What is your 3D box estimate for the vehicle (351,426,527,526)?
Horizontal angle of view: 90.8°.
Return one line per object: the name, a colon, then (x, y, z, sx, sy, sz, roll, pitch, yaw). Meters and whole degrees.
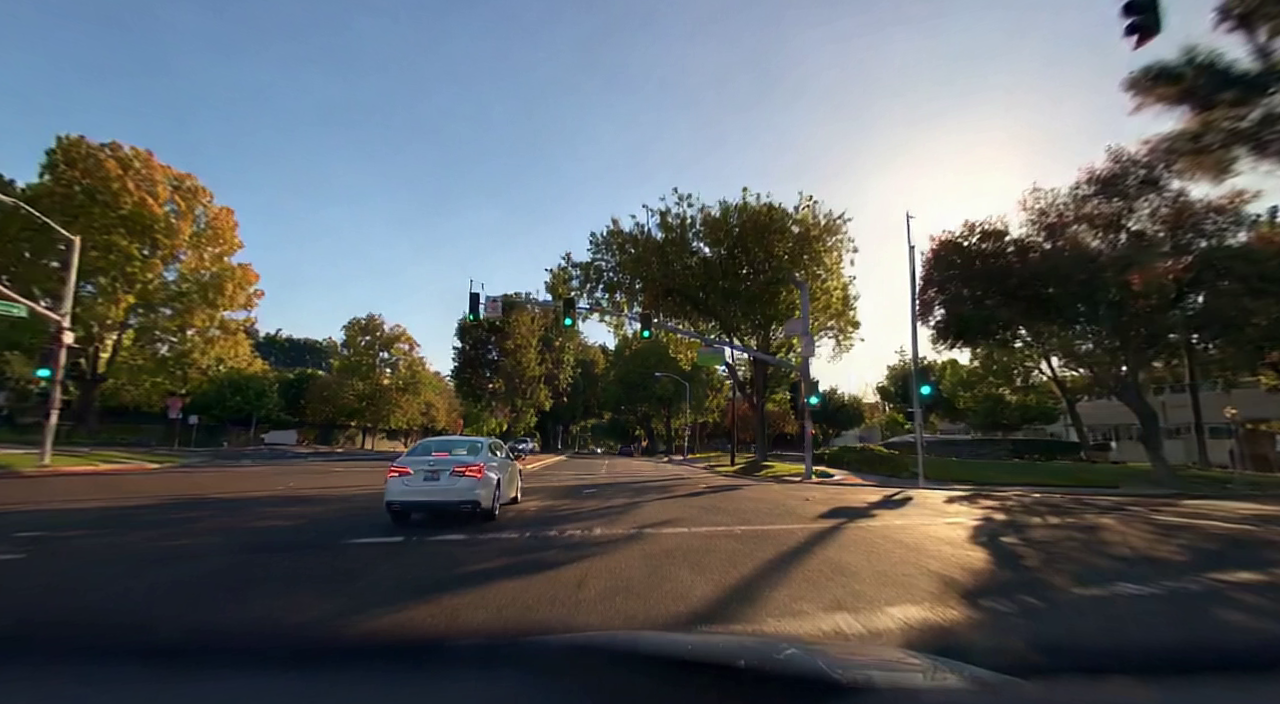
vehicle: (-3.477, 2.223, 11.898, 1.915, 1.521, 4.283, 0, -8, 0)
